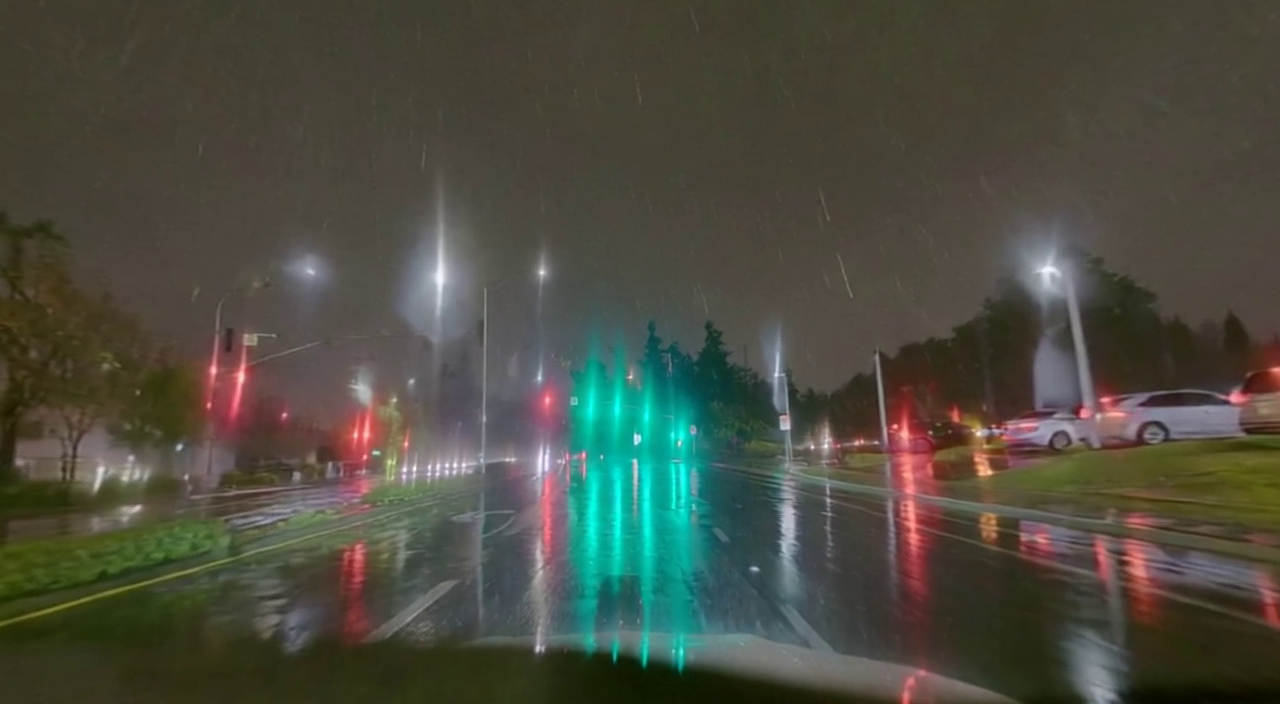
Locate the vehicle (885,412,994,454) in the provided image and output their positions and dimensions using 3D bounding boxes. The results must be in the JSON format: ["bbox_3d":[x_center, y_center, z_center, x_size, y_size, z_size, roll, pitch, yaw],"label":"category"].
[{"bbox_3d":[16.731,4.543,35.544,4.922,1.749,2.145,-7,-7,3],"label":"vehicle"}]

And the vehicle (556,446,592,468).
[{"bbox_3d":[-5.203,8.115,49.151,2.197,1.642,4.312,2,-9,-13],"label":"vehicle"}]

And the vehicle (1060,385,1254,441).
[{"bbox_3d":[15.967,1.934,19.702,4.297,1.632,1.977,0,-8,-1],"label":"vehicle"}]
